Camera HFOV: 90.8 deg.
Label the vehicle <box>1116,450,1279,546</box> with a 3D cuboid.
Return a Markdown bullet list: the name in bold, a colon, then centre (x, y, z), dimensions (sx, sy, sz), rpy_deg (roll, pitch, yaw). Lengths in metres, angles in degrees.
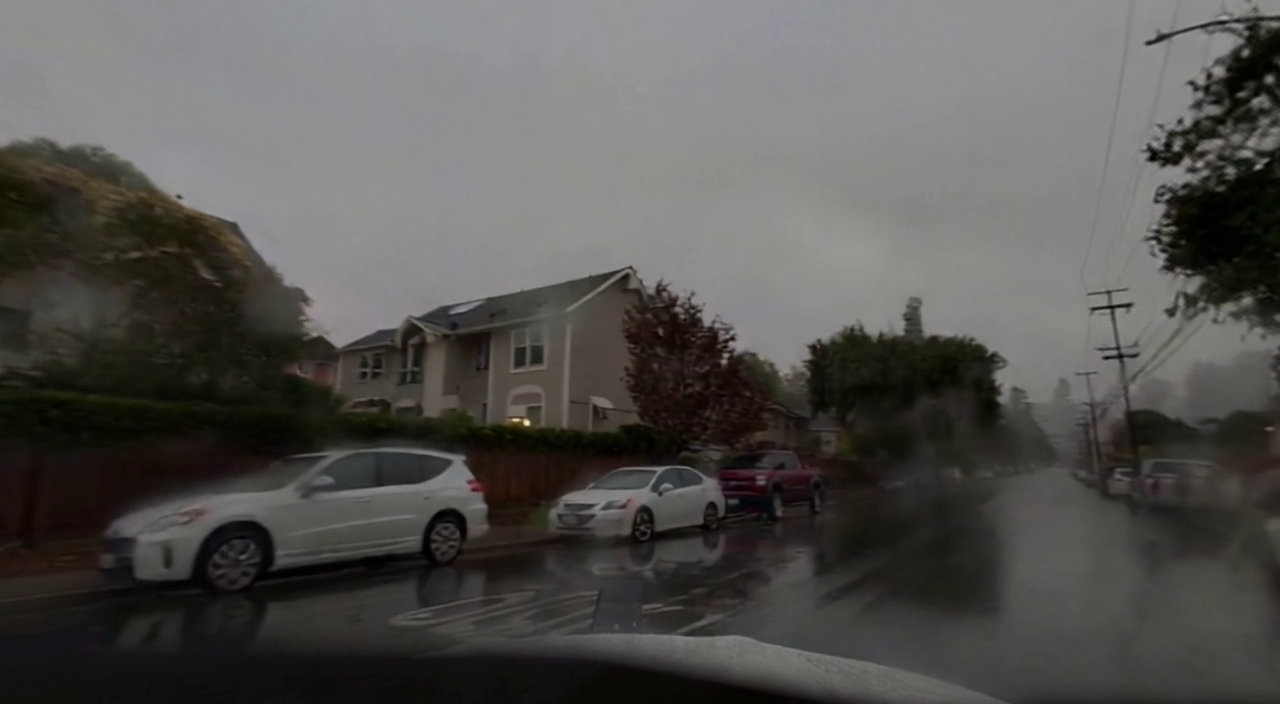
- **vehicle**: centre (15.027, 3.742, 17.158), dimensions (2.547, 2.075, 5.693), rpy_deg (-5, -10, 30)

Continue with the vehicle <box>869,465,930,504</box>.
- **vehicle**: centre (13.303, 6.688, 32.215), dimensions (1.971, 1.648, 4.638), rpy_deg (-5, -10, 32)

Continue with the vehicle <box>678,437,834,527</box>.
- **vehicle**: centre (3.226, 3.442, 16.850), dimensions (2.194, 1.995, 4.814), rpy_deg (-9, -14, 34)

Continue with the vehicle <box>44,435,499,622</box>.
- **vehicle**: centre (-3.671, 1.798, 7.060), dimensions (1.754, 1.437, 3.885), rpy_deg (-7, -14, 33)

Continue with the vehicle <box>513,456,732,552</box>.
- **vehicle**: centre (-0.111, 2.772, 11.951), dimensions (1.823, 1.427, 4.407), rpy_deg (-8, -14, 34)
